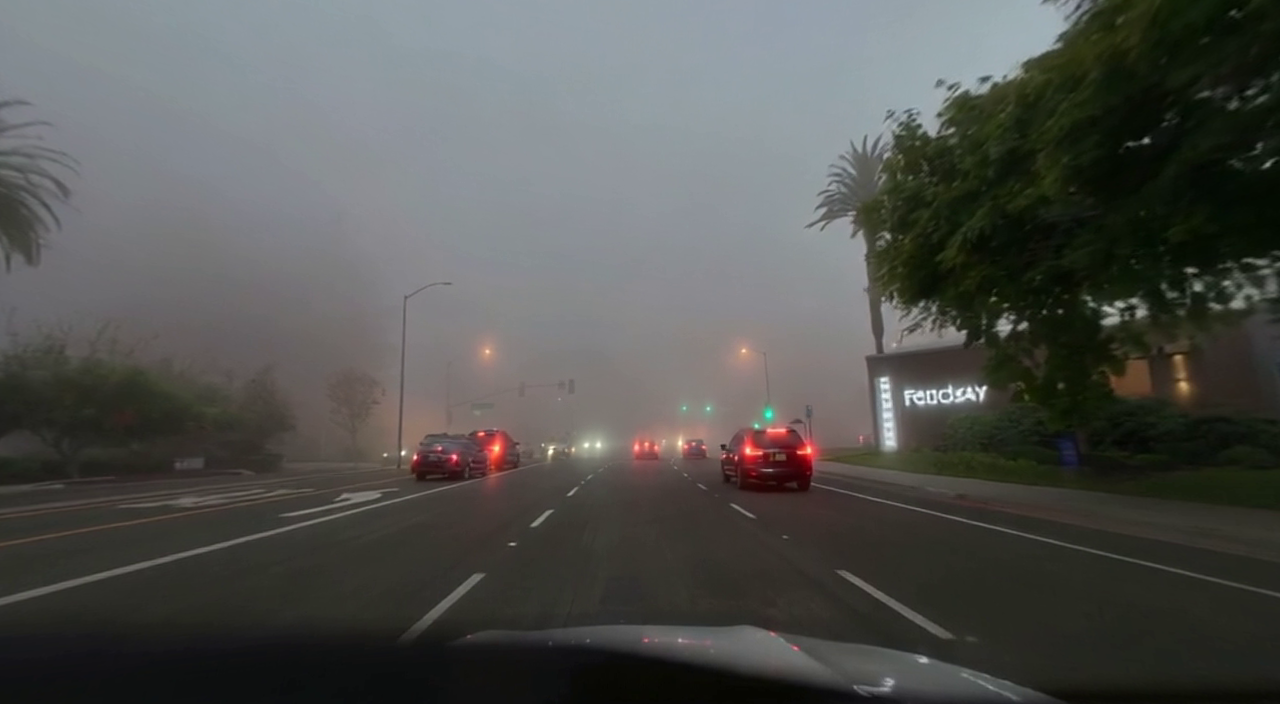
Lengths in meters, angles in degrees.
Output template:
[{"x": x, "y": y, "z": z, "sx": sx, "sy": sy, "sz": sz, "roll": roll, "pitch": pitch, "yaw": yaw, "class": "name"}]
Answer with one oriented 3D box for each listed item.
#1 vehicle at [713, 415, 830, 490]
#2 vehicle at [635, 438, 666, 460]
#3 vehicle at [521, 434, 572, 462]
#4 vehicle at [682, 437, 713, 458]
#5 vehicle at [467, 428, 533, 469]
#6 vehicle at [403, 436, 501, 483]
[{"x": 3.712, "y": 2.996, "z": 19.033, "sx": 2.267, "sy": 1.931, "sz": 5.145, "roll": 0, "pitch": -8, "yaw": -2, "class": "vehicle"}, {"x": 0.769, "y": 6.825, "z": 44.526, "sx": 2.057, "sy": 1.492, "sz": 3.825, "roll": -1, "pitch": -8, "yaw": 3, "class": "vehicle"}, {"x": -6.075, "y": 6.342, "z": 41.686, "sx": 2.088, "sy": 1.746, "sz": 4.650, "roll": -1, "pitch": -8, "yaw": 7, "class": "vehicle"}, {"x": 4.316, "y": 7.285, "z": 48.149, "sx": 2.149, "sy": 1.532, "sz": 4.168, "roll": 0, "pitch": -8, "yaw": 2, "class": "vehicle"}, {"x": -6.931, "y": 4.857, "z": 31.912, "sx": 2.127, "sy": 1.888, "sz": 4.637, "roll": 0, "pitch": -8, "yaw": 2, "class": "vehicle"}, {"x": -6.545, "y": 3.796, "z": 22.695, "sx": 1.935, "sy": 1.483, "sz": 4.973, "roll": 0, "pitch": -8, "yaw": 1, "class": "vehicle"}]
